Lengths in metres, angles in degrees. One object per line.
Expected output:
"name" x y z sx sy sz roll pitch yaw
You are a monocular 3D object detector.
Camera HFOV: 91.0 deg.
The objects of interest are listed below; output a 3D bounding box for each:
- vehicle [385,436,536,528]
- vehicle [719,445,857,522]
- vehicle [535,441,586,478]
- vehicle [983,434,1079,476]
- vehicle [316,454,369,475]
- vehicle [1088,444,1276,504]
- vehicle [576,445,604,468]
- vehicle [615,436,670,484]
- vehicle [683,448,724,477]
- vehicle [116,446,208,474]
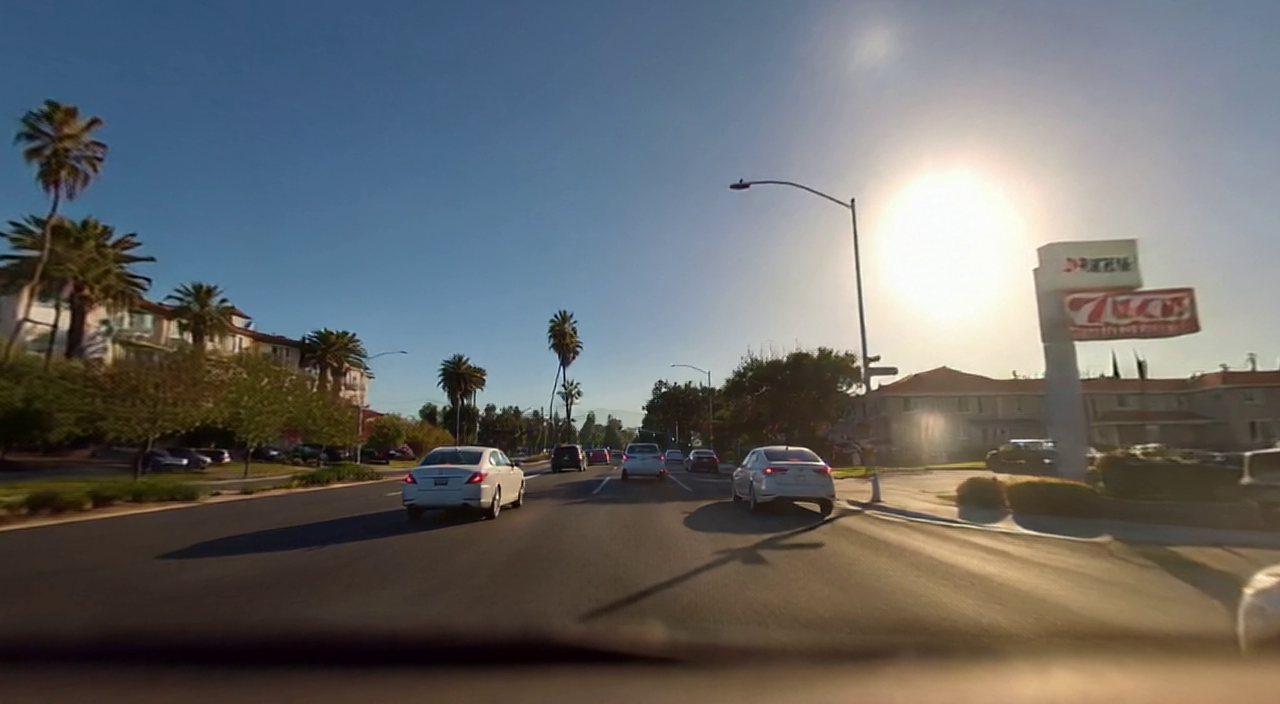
"vehicle" -3.339 2.478 12.637 1.864 1.505 4.202 0 -8 -1
"vehicle" 3.230 2.949 14.781 1.977 1.480 4.589 0 -8 -2
"vehicle" -3.826 5.253 31.016 1.932 1.695 4.235 0 -8 0
"vehicle" 18.458 4.874 29.993 1.905 1.833 4.347 0 -8 2
"vehicle" -22.675 8.595 48.139 1.827 1.441 4.660 0 -8 0
"vehicle" 14.232 3.178 16.837 1.833 1.392 3.588 0 -8 1
"vehicle" -3.834 8.066 48.830 1.871 1.673 3.920 0 -8 1
"vehicle" 0.068 4.610 27.113 2.164 1.867 4.254 0 -8 -1
"vehicle" 3.558 6.268 35.962 1.880 1.476 3.932 0 -8 -1
"vehicle" -30.240 6.823 39.913 4.123 1.648 2.053 0 -8 1
